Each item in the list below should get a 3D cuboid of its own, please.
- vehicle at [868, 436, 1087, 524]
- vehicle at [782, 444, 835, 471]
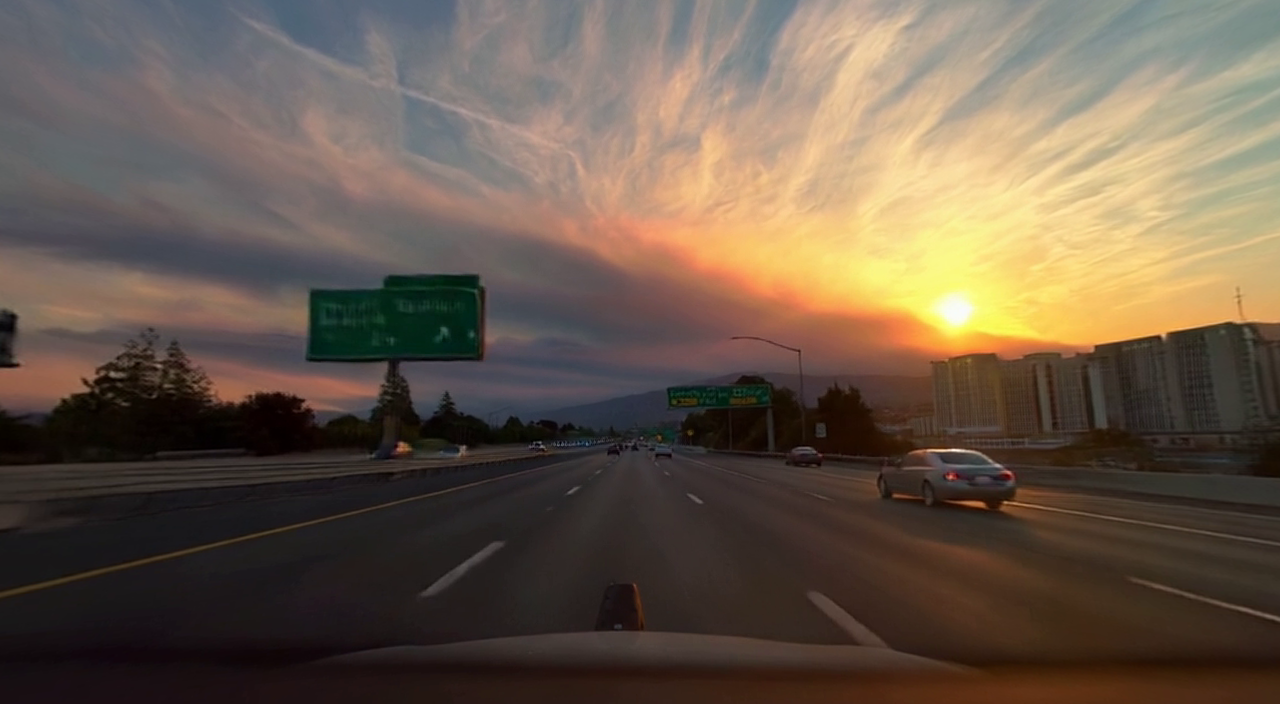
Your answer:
[{"bbox_3d":[6.748,2.587,13.427,1.861,1.500,4.860,0,-8,-2],"label":"vehicle"},{"bbox_3d":[9.904,6.238,37.474,1.878,1.509,4.327,0,-8,-1],"label":"vehicle"}]
